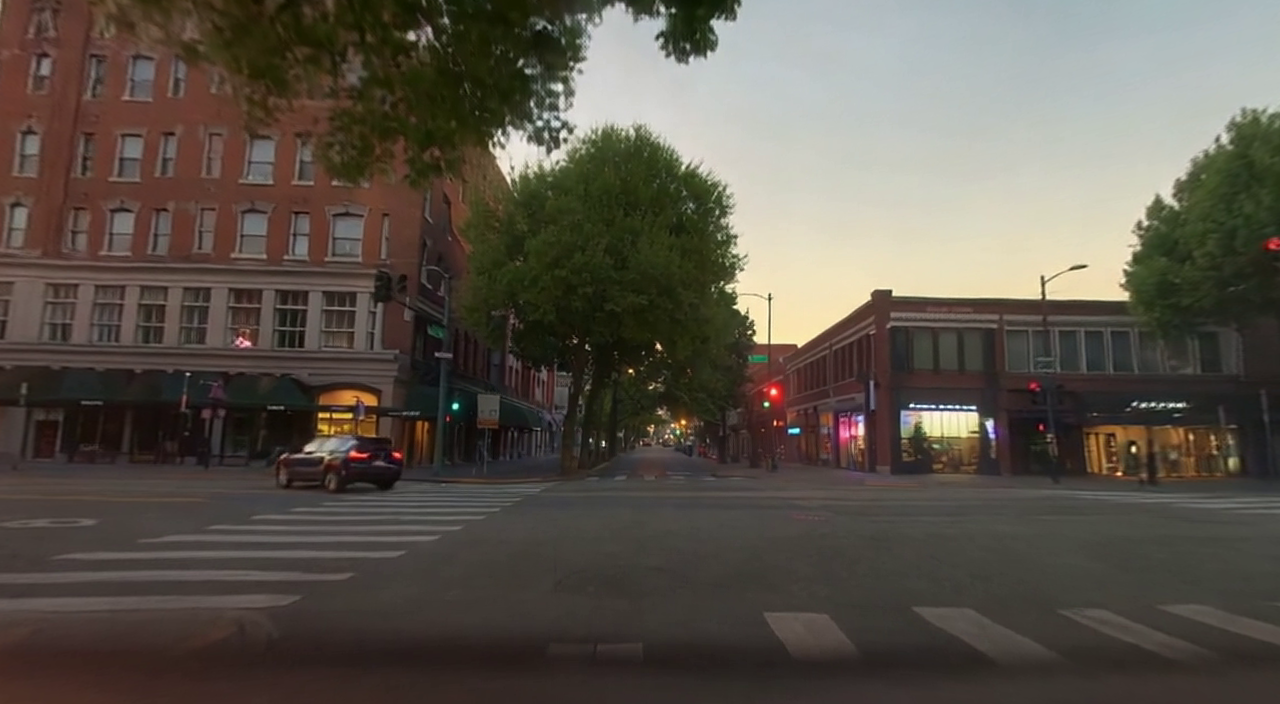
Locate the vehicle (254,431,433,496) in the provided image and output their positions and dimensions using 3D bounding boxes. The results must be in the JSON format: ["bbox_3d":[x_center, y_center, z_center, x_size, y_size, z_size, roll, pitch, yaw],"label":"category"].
[{"bbox_3d":[-7.821,2.865,16.577,4.459,1.482,2.106,-6,-10,32],"label":"vehicle"}]
